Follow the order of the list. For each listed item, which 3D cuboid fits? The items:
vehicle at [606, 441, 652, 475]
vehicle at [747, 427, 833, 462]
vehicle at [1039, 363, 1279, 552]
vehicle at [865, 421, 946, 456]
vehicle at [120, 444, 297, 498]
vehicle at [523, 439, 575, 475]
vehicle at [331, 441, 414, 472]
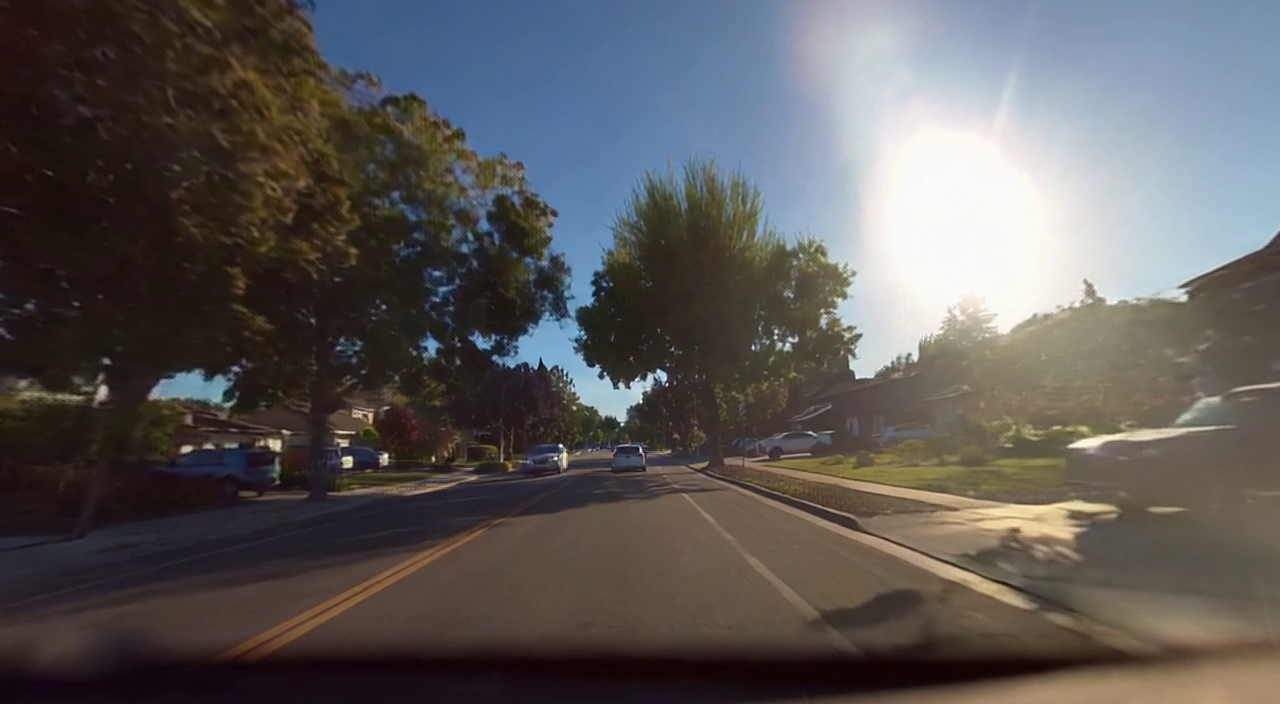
[{"bbox_3d":[-0.509,5.053,30.377,2.098,1.483,4.099,0,-8,-1],"label":"vehicle"},{"bbox_3d":[9.206,5.703,39.027,4.634,1.723,1.966,-4,-7,-3],"label":"vehicle"},{"bbox_3d":[8.163,1.059,7.728,4.957,1.857,2.157,-5,-8,-1],"label":"vehicle"},{"bbox_3d":[15.309,4.940,36.340,4.462,1.699,2.145,2,-7,-36],"label":"vehicle"},{"bbox_3d":[-14.863,4.107,21.952,4.608,1.743,2.222,-1,-9,6],"label":"vehicle"},{"bbox_3d":[-5.127,5.943,36.077,2.256,1.838,4.613,-2,-8,0],"label":"vehicle"},{"bbox_3d":[-17.390,6.791,41.255,4.463,1.917,1.970,1,-8,-5],"label":"vehicle"}]
